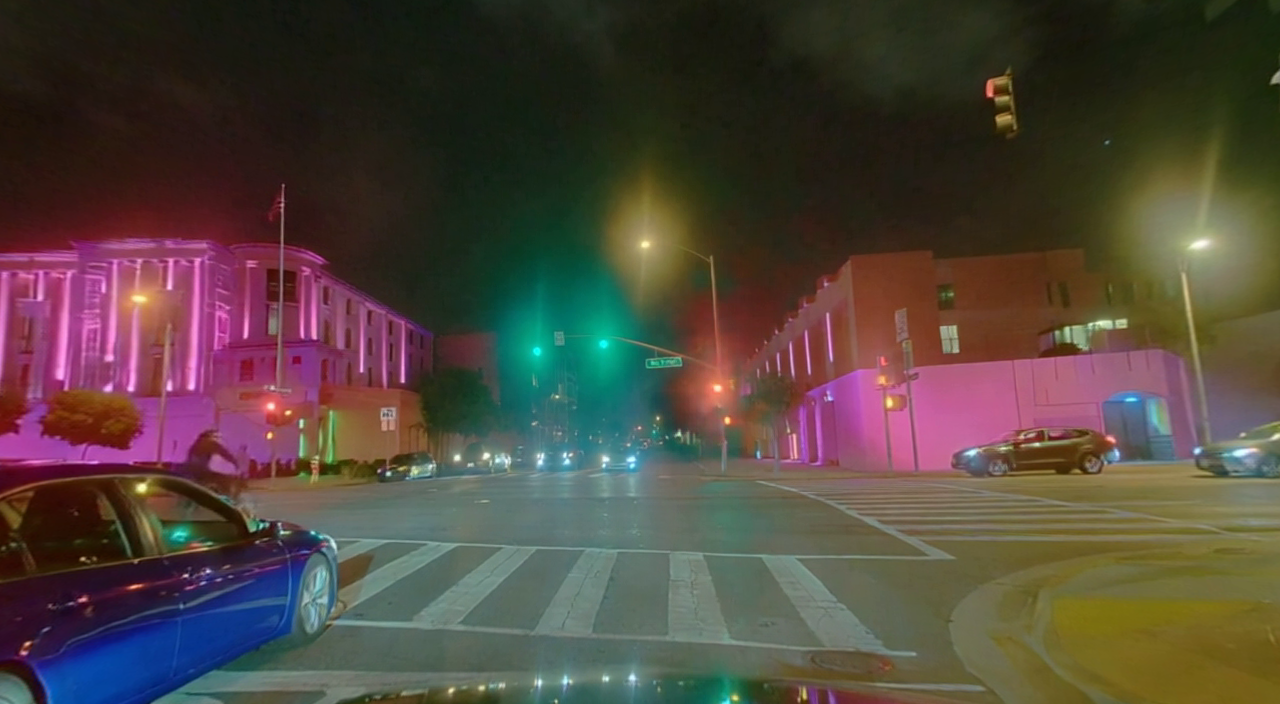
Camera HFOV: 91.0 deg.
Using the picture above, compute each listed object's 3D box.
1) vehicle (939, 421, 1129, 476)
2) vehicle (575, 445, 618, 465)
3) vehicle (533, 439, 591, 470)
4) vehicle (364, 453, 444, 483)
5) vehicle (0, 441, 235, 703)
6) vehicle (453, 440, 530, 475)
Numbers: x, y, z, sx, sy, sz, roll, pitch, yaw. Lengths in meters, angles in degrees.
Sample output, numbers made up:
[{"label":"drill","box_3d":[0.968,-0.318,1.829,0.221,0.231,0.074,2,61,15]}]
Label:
[{"label":"vehicle","box_3d":[11.581,2.877,18.792,4.355,1.546,1.820,-1,-9,6]},{"label":"vehicle","box_3d":[-2.987,7.185,44.132,1.743,1.362,4.350,-2,-9,14]},{"label":"vehicle","box_3d":[-4.479,5.976,36.867,1.928,1.647,4.575,-2,-9,13]},{"label":"vehicle","box_3d":[-12.561,6.168,33.875,1.976,1.425,4.567,-1,-9,9]},{"label":"vehicle","box_3d":[-3.691,0.968,2.156,1.759,1.325,4.295,0,-9,0]},{"label":"vehicle","box_3d":[-8.373,5.974,36.045,2.152,1.825,5.406,-2,-9,12]}]
